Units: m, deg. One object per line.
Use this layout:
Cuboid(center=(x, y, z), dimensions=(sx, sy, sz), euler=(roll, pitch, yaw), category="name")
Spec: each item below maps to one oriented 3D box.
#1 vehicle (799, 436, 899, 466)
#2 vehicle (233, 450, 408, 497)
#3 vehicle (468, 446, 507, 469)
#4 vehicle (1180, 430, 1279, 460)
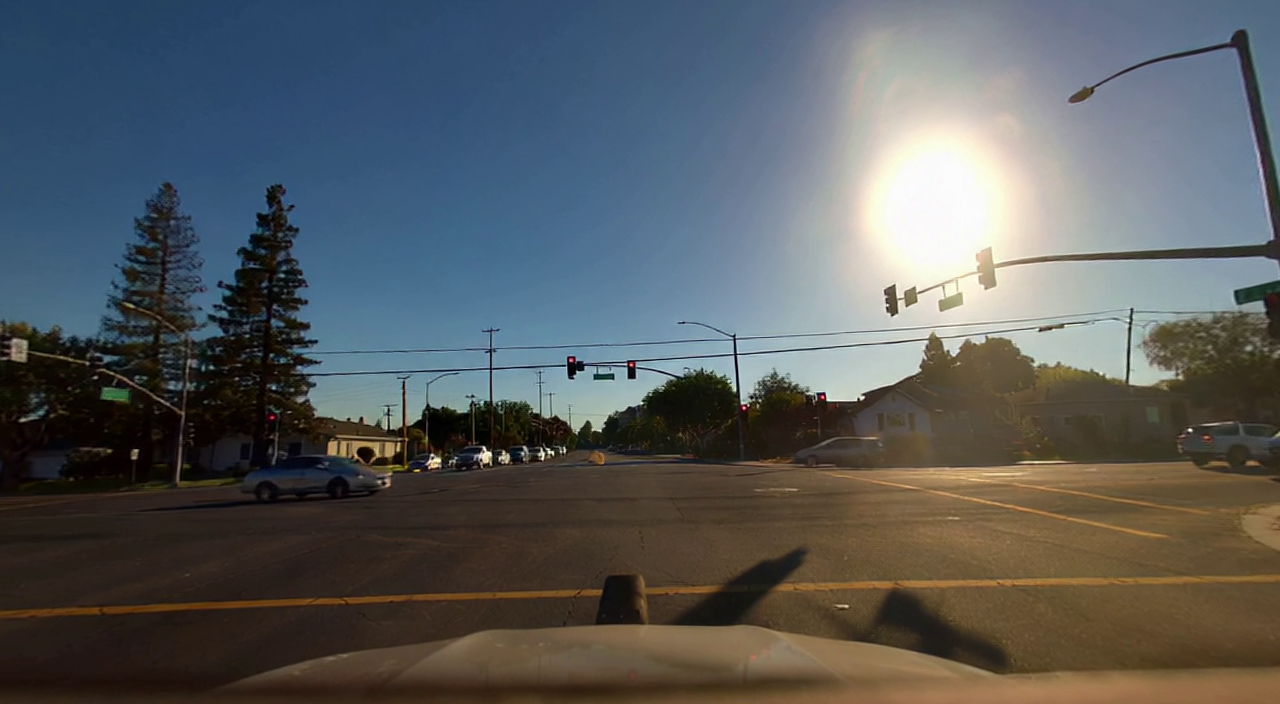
Cuboid(center=(11.556, 5.490, 35.020), dimensions=(4.873, 1.539, 1.932), euler=(-6, -10, 33), category="vehicle")
Cuboid(center=(-10.638, 4.073, 21.318), dimensions=(4.823, 1.449, 2.017), euler=(-1, -9, 1), category="vehicle")
Cuboid(center=(-10.732, 7.455, 44.756), dimensions=(1.881, 1.509, 3.377), euler=(0, -9, 1), category="vehicle")
Cuboid(center=(31.294, 4.886, 33.040), dimensions=(4.318, 1.488, 1.870), euler=(0, -9, -1), category="vehicle")
